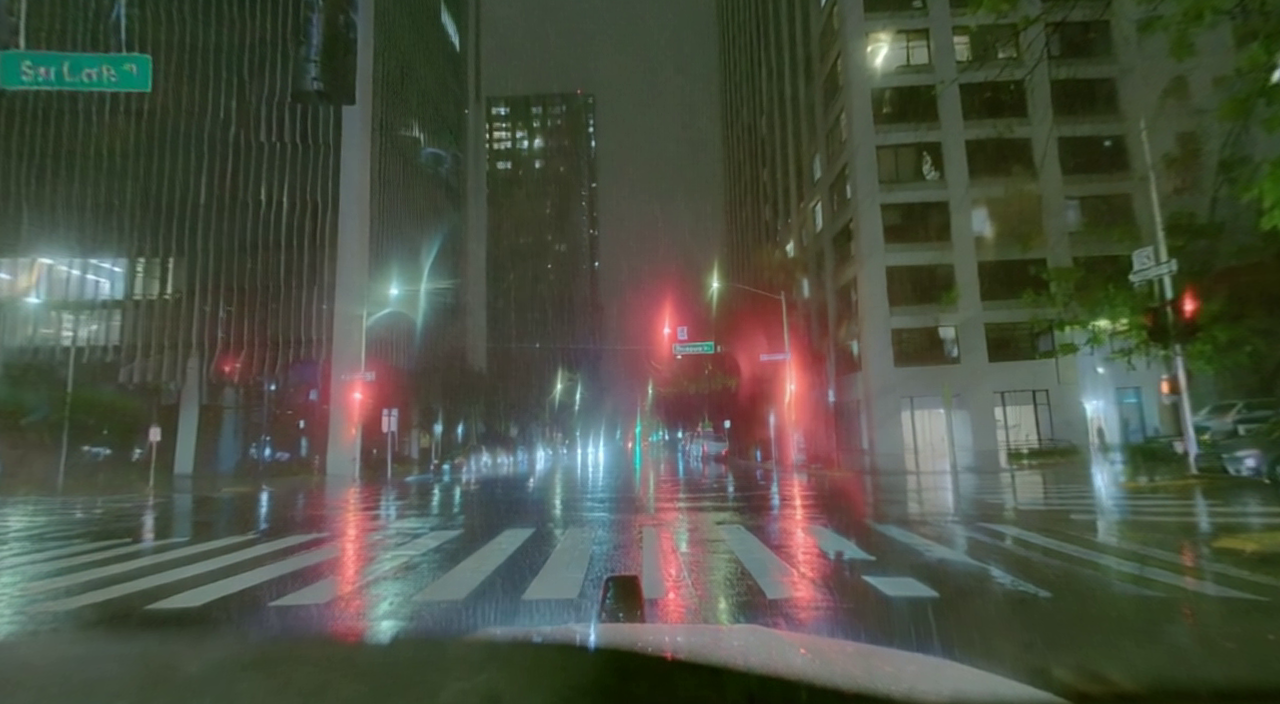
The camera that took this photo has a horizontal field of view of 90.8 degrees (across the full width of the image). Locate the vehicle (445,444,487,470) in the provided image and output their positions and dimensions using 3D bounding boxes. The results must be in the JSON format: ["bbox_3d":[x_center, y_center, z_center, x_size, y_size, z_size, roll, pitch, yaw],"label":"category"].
[{"bbox_3d":[-12.438,7.504,45.376,1.935,1.639,4.244,-3,-8,-2],"label":"vehicle"}]

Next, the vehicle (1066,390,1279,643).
[{"bbox_3d":[5.660,1.137,4.248,2.070,1.804,4.881,0,-8,-1],"label":"vehicle"}]
